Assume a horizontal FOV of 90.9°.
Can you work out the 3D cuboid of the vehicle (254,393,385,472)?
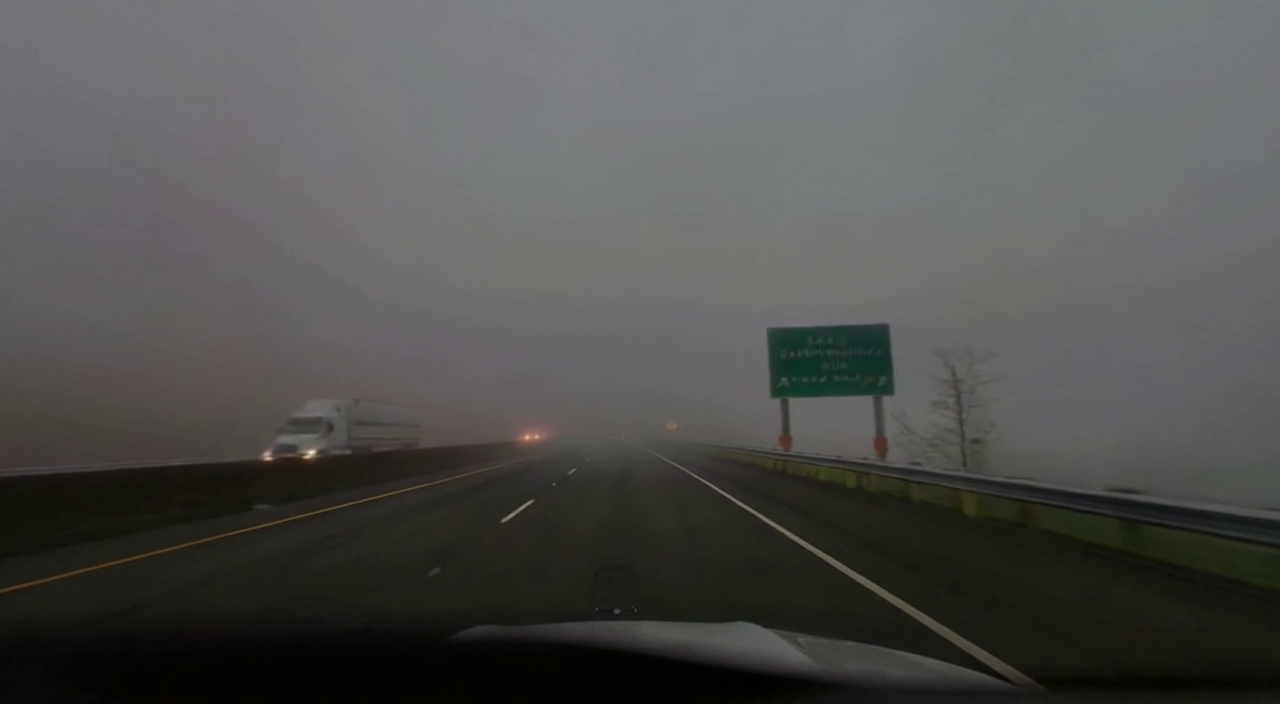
[{"bbox_3d":[-17.734,4.627,35.786,2.929,3.911,8.495,1,-8,-1],"label":"vehicle"}]
